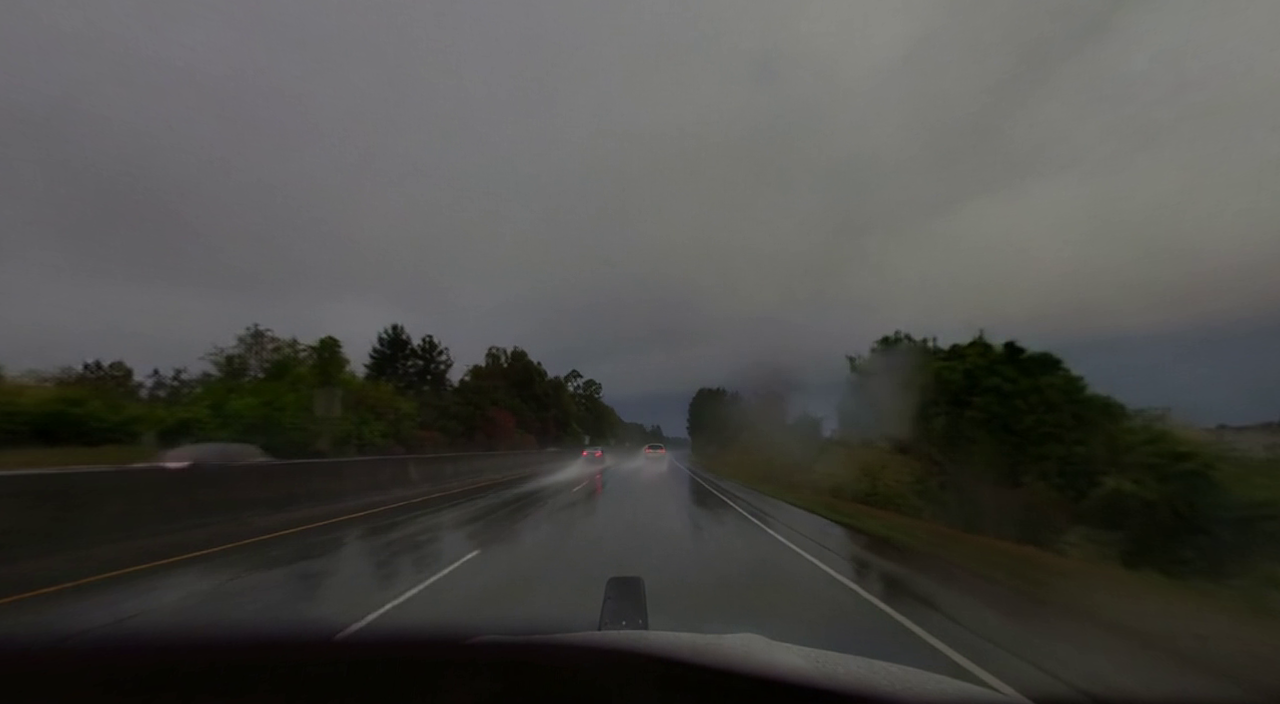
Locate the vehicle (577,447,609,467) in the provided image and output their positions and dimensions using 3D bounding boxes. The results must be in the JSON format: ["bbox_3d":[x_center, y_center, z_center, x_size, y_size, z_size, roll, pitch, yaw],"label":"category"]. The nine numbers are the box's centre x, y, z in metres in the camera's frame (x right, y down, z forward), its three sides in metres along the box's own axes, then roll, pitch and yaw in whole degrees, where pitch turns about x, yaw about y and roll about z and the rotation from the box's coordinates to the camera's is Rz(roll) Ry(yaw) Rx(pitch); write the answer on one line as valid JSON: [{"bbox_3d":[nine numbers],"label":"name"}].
[{"bbox_3d":[-3.558,8.010,48.243,2.033,1.449,3.957,0,-9,1],"label":"vehicle"}]
